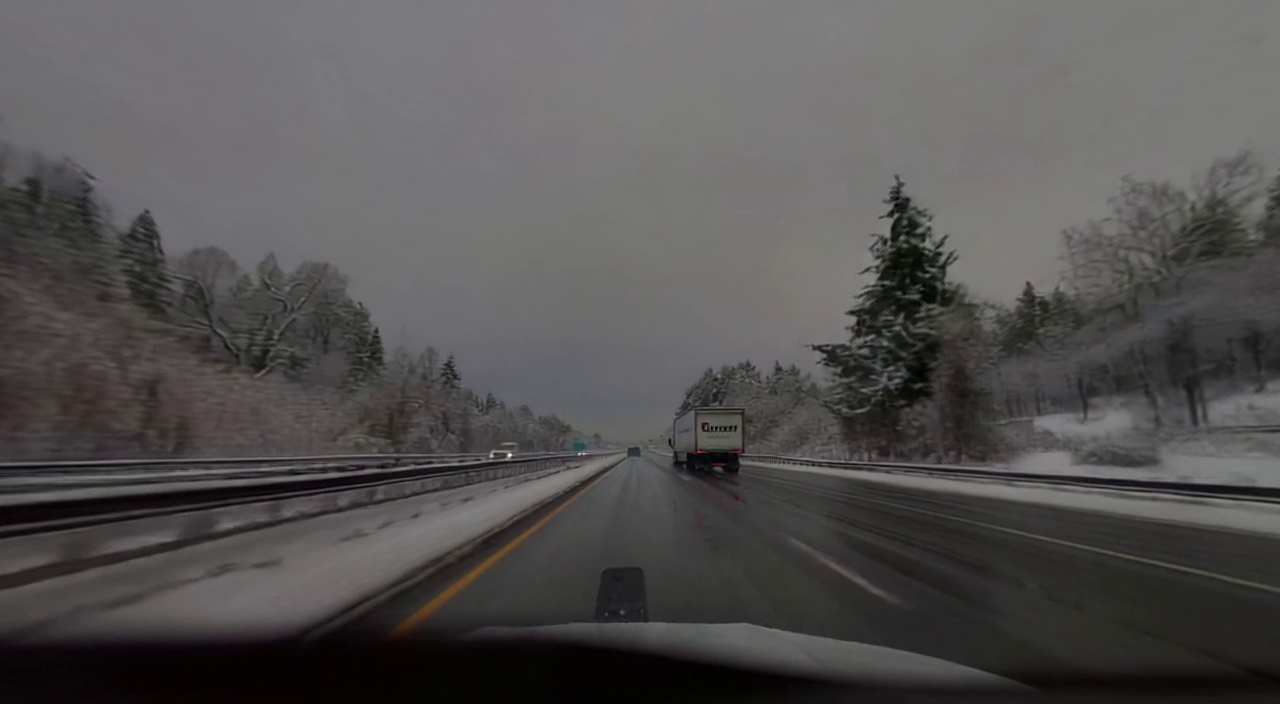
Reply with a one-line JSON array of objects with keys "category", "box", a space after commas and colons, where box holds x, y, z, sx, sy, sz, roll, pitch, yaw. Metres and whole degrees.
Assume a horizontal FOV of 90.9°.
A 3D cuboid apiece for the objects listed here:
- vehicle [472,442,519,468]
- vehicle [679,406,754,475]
[{"category": "vehicle", "box": [-9.022, 6.462, 39.696, 1.935, 1.558, 4.214, 0, -9, 0]}, {"category": "vehicle", "box": [4.132, 5.258, 36.927, 2.876, 3.419, 11.591, 0, -9, 0]}]
